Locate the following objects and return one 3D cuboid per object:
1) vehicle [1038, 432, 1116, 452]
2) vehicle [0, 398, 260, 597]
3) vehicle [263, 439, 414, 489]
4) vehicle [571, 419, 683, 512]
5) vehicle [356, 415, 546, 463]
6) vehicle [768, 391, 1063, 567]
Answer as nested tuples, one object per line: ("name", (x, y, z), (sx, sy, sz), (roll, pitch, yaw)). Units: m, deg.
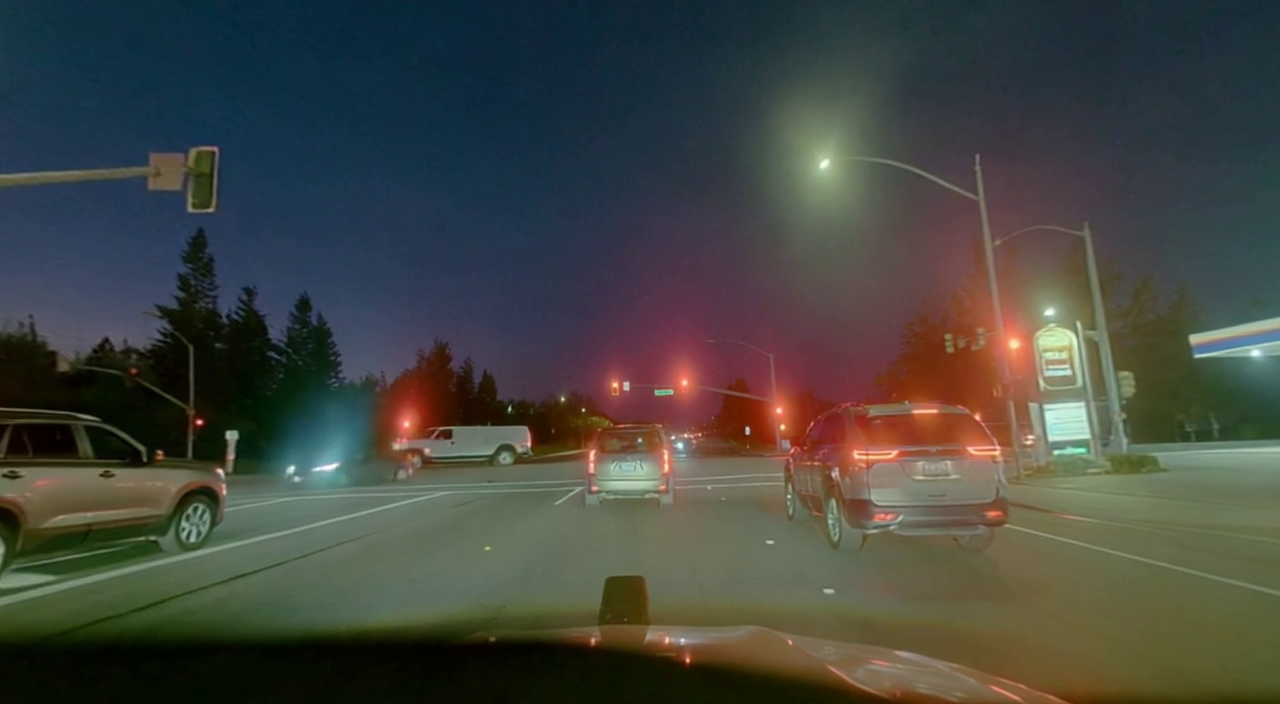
("vehicle", (33.428, 6.885, 48.252), (4.562, 1.456, 1.825), (0, -8, 1))
("vehicle", (-6.757, 1.492, 6.897), (2.011, 1.774, 4.866), (0, -8, 2))
("vehicle", (-10.059, 3.746, 21.460), (1.847, 1.508, 4.366), (-4, -9, 25))
("vehicle", (-0.218, 2.394, 13.712), (2.067, 1.702, 3.987), (0, -8, 1))
("vehicle", (-13.311, 6.309, 45.456), (12.640, 3.321, 2.995), (1, -8, -3))
("vehicle", (3.245, 1.606, 8.638), (2.083, 1.779, 4.347), (0, -8, 0))
